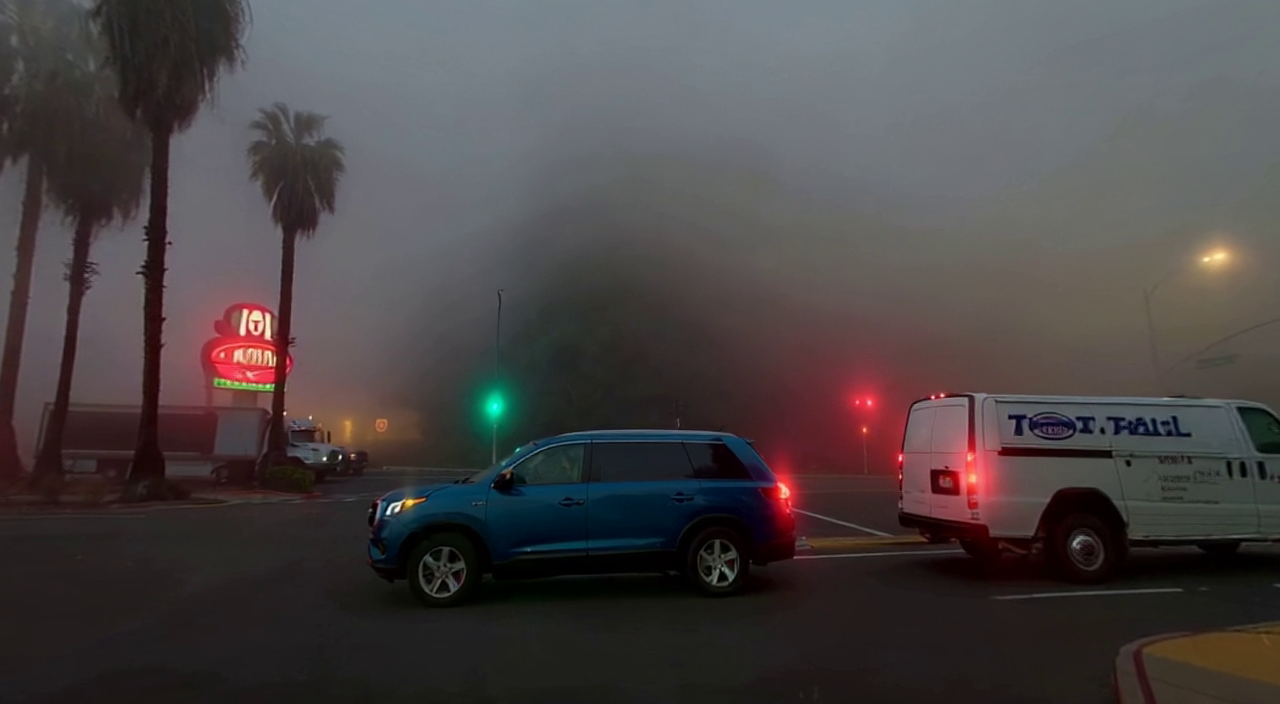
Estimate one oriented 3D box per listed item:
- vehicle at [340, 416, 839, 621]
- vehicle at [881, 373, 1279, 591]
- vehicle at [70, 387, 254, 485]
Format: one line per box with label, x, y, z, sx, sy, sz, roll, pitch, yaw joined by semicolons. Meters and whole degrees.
vehicle;-0.485;1.626;6.852;4.493;1.728;2.137;1;-9;-9
vehicle;6.647;1.537;8.037;6.246;2.202;2.277;1;-9;-7
vehicle;-21.670;3.955;29.433;3.034;3.929;7.699;1;-9;-6
